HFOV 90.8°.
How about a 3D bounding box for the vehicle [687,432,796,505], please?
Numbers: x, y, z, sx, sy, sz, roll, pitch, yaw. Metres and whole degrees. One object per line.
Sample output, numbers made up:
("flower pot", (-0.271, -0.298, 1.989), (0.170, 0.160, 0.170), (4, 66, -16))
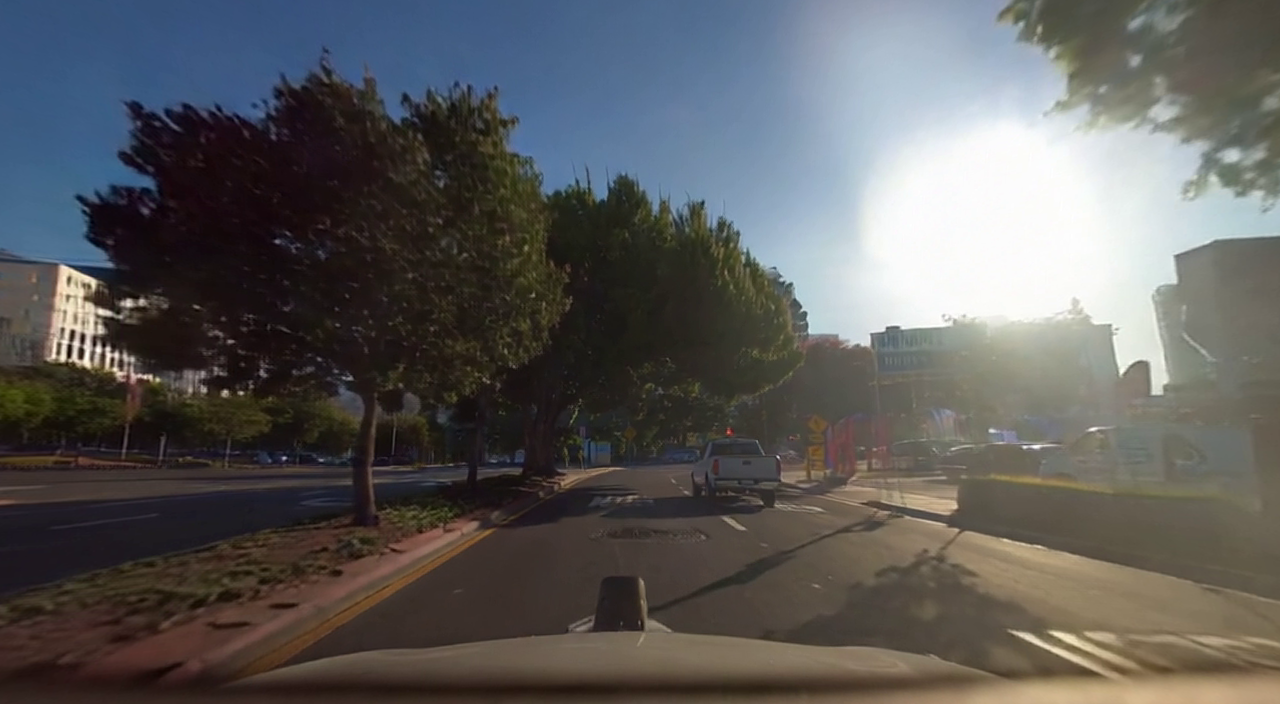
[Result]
("vehicle", (2.935, 3.541, 19.775), (2.402, 1.922, 5.677), (0, -8, -1))

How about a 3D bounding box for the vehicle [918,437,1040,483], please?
("vehicle", (16.816, 5.359, 31.590), (4.765, 1.678, 2.228), (-5, -3, 6))

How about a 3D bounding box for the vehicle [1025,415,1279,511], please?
("vehicle", (15.649, 3.249, 18.015), (7.551, 2.142, 2.896), (4, -10, -2))
